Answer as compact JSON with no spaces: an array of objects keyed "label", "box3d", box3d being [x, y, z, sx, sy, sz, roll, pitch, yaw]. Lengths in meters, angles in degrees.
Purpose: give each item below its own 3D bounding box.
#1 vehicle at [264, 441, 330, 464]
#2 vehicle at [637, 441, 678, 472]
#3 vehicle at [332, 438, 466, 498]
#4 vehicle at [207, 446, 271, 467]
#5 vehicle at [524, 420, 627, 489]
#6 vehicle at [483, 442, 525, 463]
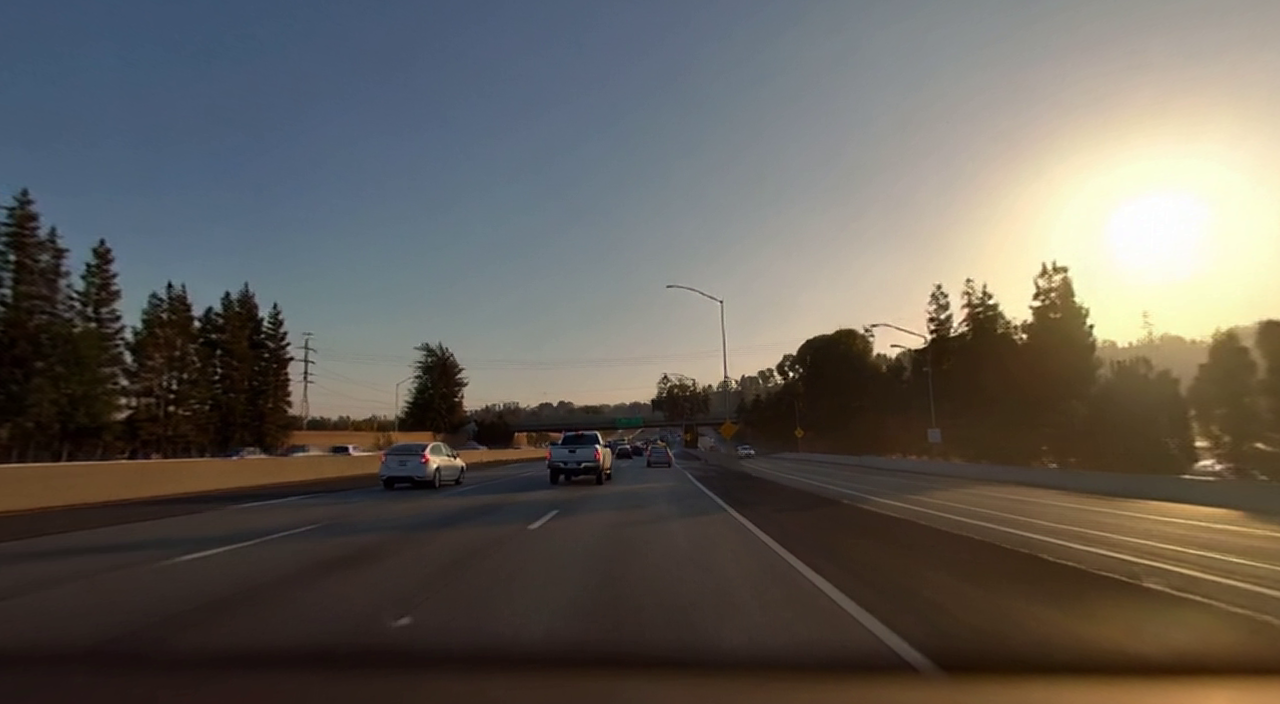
[{"label":"vehicle","box3d":[-23.543,6.911,43.287,1.915,1.516,4.530,0,-8,2]},{"label":"vehicle","box3d":[0.859,5.378,32.610,2.013,1.444,4.447,0,-8,0]},{"label":"vehicle","box3d":[-6.730,3.263,18.147,1.964,1.481,4.425,0,-8,3]},{"label":"vehicle","box3d":[-31.279,8.149,49.122,1.880,1.483,4.547,0,-8,1]},{"label":"vehicle","box3d":[-2.046,3.611,22.547,2.815,2.092,6.526,0,-8,2]},{"label":"vehicle","box3d":[-9.815,7.282,45.576,1.915,1.472,4.502,0,-8,2]}]
